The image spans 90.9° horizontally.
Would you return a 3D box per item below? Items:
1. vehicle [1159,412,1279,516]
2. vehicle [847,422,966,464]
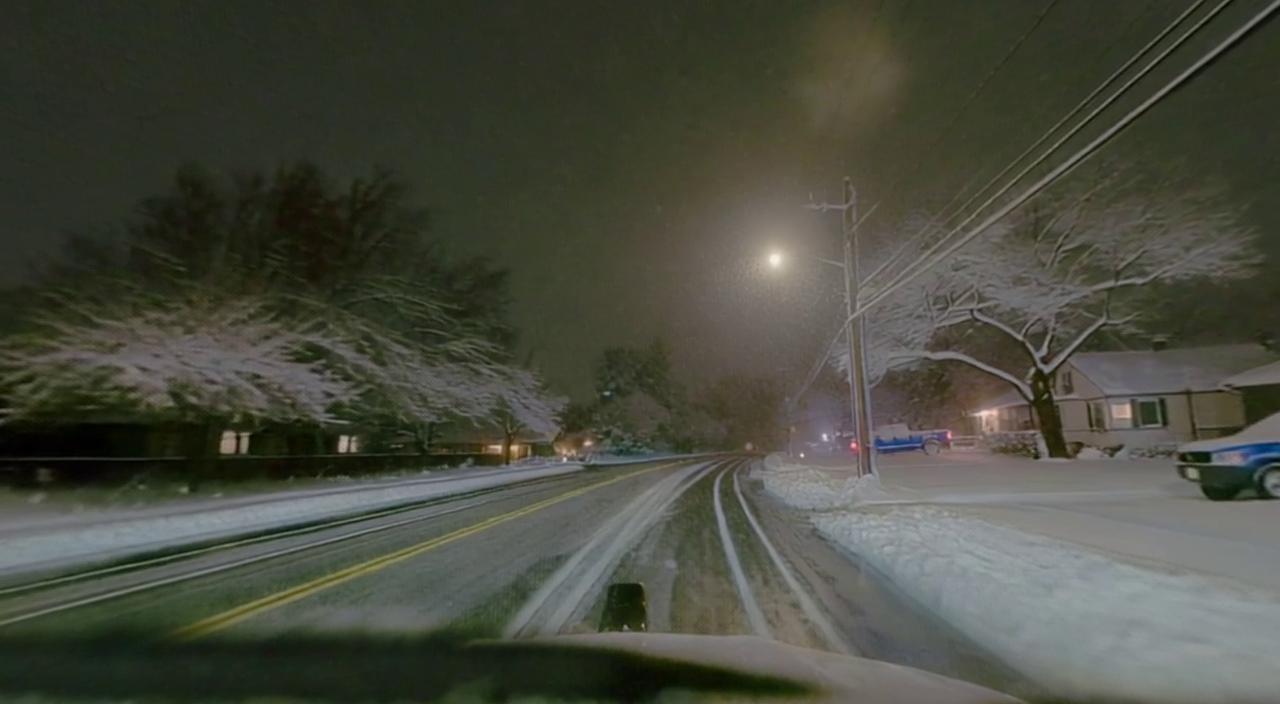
[{"bbox_3d":[11.335,1.540,9.642,4.644,1.441,2.074,-6,-10,11],"label":"vehicle"},{"bbox_3d":[14.767,5.135,35.320,5.704,1.788,2.095,-7,-11,14],"label":"vehicle"}]
